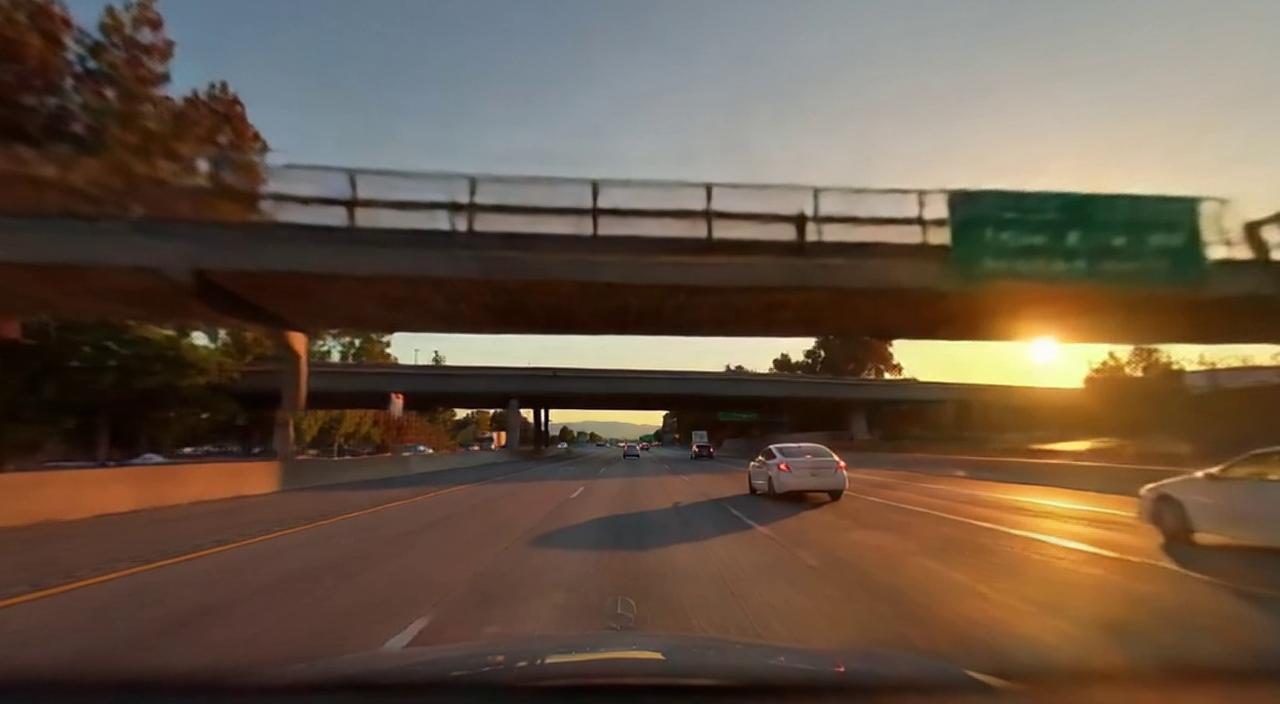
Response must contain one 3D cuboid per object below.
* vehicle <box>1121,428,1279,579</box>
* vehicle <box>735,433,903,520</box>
[{"bbox_3d":[7.355,1.473,6.047,1.946,1.497,4.467,0,-8,-1],"label":"vehicle"},{"bbox_3d":[3.423,2.484,13.173,2.076,1.472,4.562,0,-8,-1],"label":"vehicle"}]
